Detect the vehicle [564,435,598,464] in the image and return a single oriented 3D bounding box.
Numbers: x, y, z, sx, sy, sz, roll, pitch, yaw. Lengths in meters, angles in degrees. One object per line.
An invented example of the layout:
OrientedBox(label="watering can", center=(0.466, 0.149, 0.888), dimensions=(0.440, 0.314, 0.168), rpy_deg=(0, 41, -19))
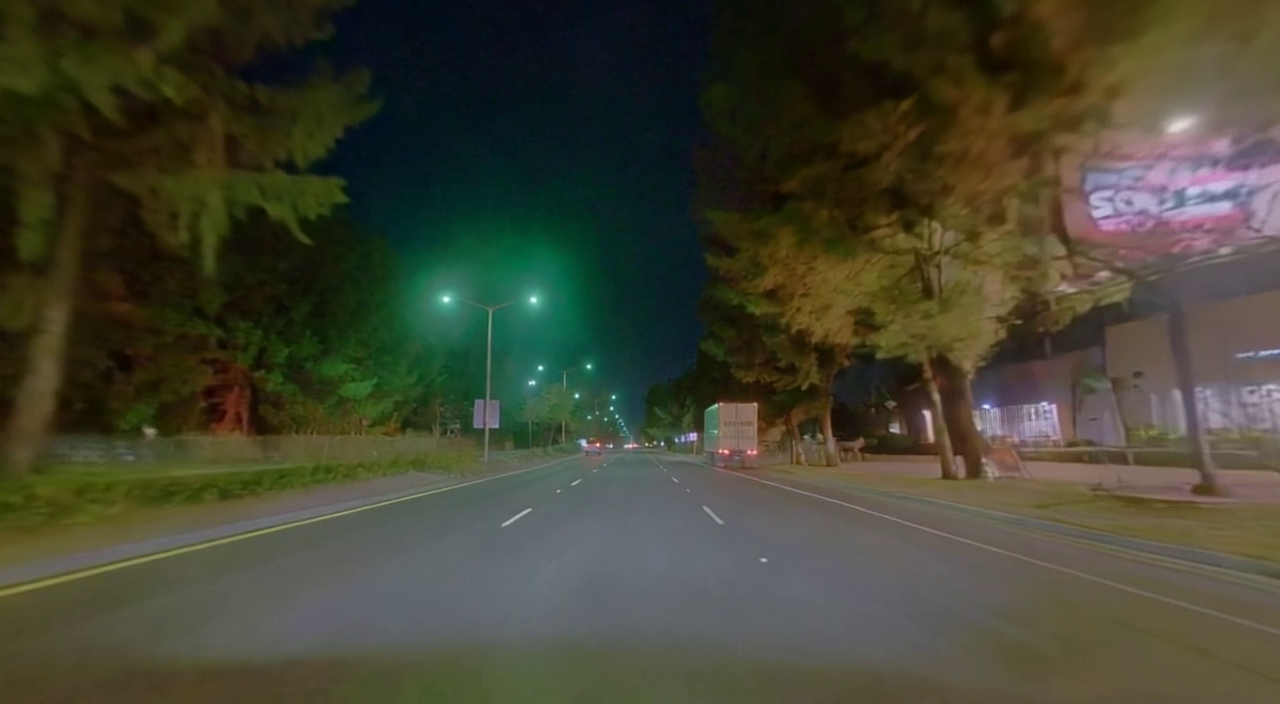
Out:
OrientedBox(label="vehicle", center=(-4.491, 7.514, 48.918), dimensions=(2.270, 2.068, 5.865), rpy_deg=(0, -9, -2))

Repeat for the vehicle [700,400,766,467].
OrientedBox(label="vehicle", center=(6.101, 5.625, 43.091), dimensions=(2.981, 4.106, 8.794), rpy_deg=(0, -9, -1))
